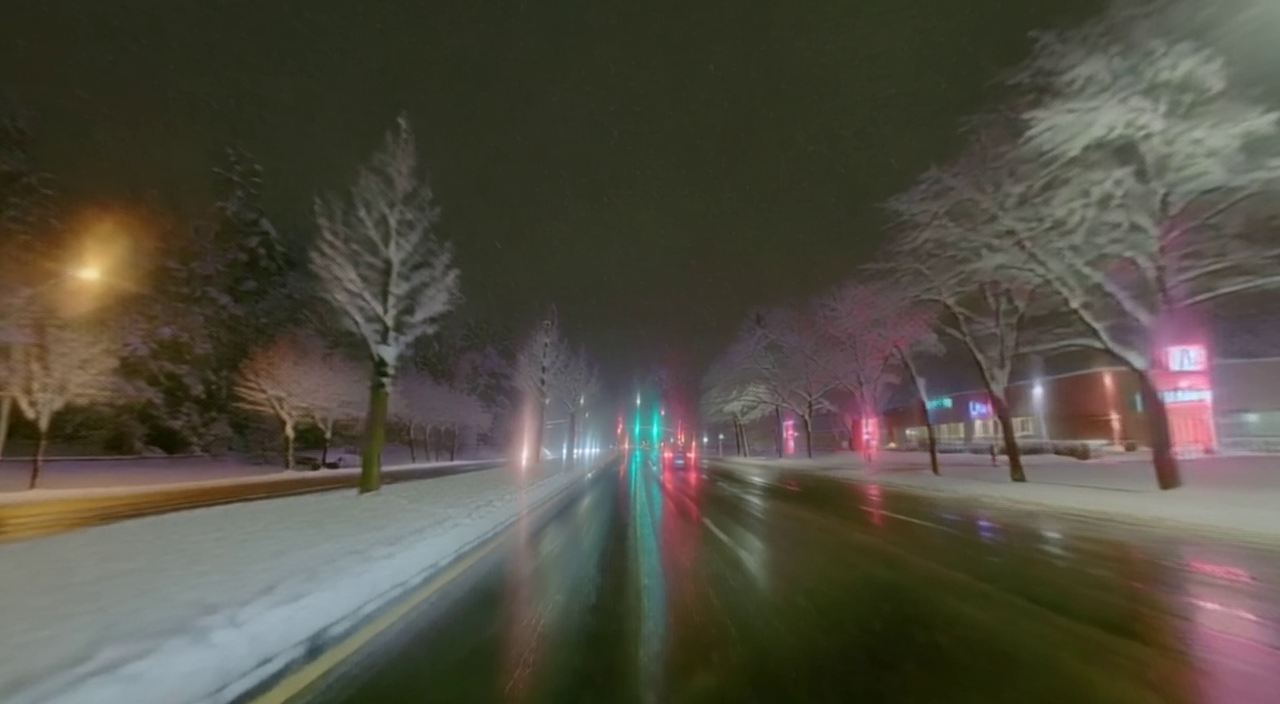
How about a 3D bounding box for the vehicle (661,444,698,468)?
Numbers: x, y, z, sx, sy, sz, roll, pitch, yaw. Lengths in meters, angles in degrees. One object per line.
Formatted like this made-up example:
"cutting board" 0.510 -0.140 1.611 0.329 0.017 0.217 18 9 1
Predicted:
"vehicle" 2.557 6.842 41.485 2.015 1.479 4.444 0 -9 -2
